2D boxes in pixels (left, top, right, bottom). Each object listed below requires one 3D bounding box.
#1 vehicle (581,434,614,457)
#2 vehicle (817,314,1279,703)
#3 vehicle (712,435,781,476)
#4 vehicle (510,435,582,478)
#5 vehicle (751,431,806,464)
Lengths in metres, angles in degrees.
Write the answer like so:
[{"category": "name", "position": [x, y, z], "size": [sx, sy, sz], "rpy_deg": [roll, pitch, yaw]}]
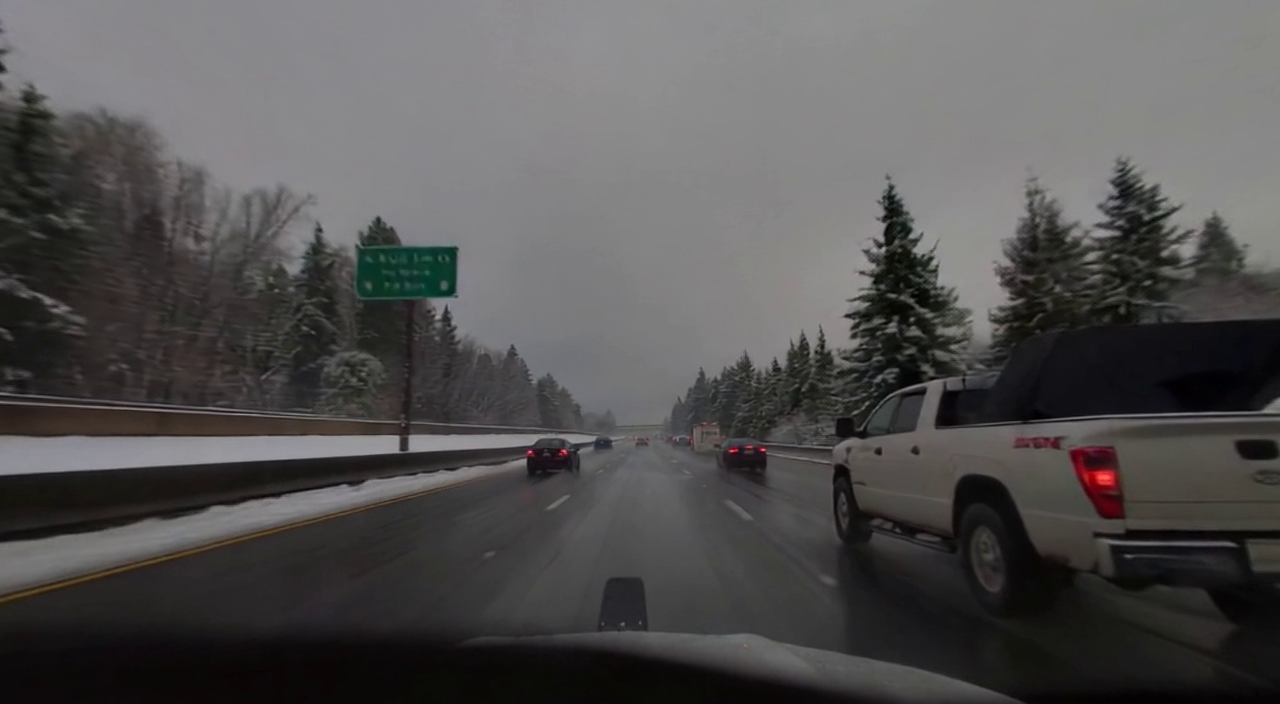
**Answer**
[{"category": "vehicle", "position": [-3.123, 6.979, 47.143], "size": [2.020, 1.628, 4.248], "rpy_deg": [0, -8, 1]}, {"category": "vehicle", "position": [3.715, 1.161, 5.867], "size": [2.517, 1.935, 5.552], "rpy_deg": [0, -8, 0]}, {"category": "vehicle", "position": [4.079, 4.030, 24.783], "size": [1.953, 1.480, 4.053], "rpy_deg": [0, -8, -1]}, {"category": "vehicle", "position": [-3.469, 3.925, 23.993], "size": [1.978, 1.473, 4.073], "rpy_deg": [0, -8, 2]}, {"category": "vehicle", "position": [7.740, 5.403, 35.686], "size": [2.041, 1.712, 4.374], "rpy_deg": [0, -8, -1]}]
